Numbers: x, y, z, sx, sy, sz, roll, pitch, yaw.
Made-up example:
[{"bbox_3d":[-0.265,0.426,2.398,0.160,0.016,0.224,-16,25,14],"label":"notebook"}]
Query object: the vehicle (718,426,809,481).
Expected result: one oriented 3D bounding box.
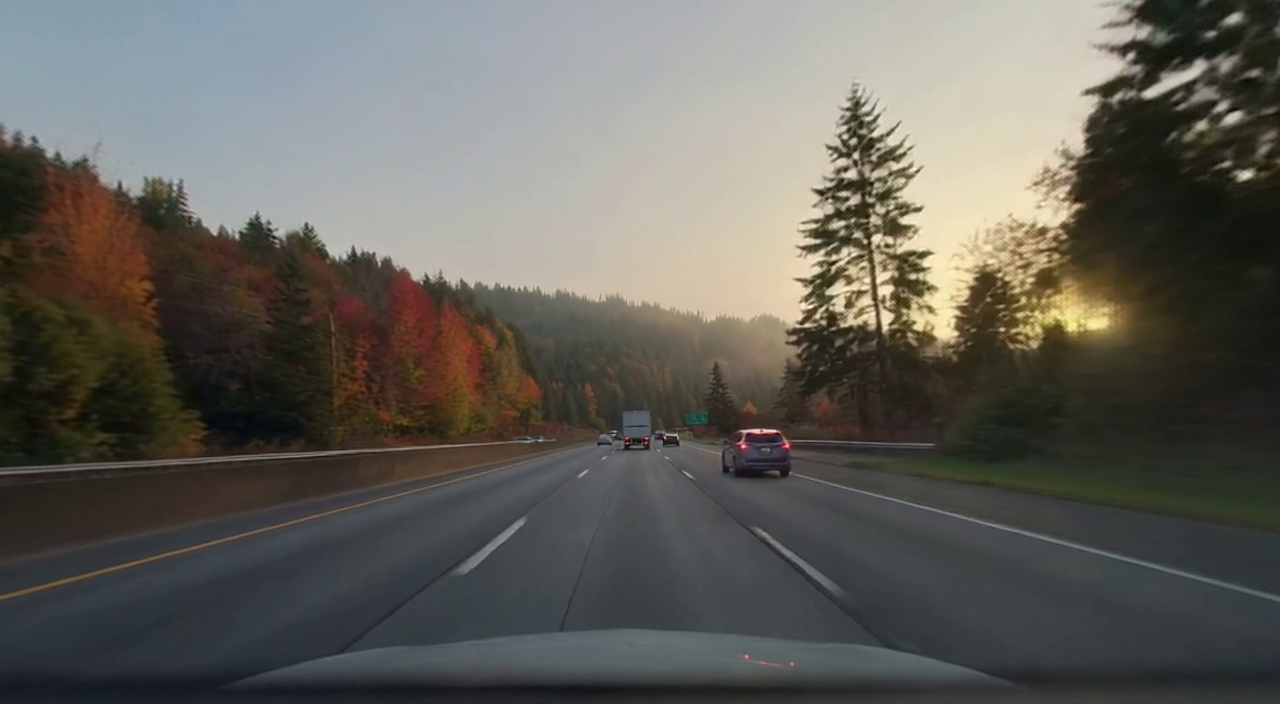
[{"bbox_3d":[3.662,3.086,19.421,1.882,1.492,3.958,0,-8,-2],"label":"vehicle"}]
